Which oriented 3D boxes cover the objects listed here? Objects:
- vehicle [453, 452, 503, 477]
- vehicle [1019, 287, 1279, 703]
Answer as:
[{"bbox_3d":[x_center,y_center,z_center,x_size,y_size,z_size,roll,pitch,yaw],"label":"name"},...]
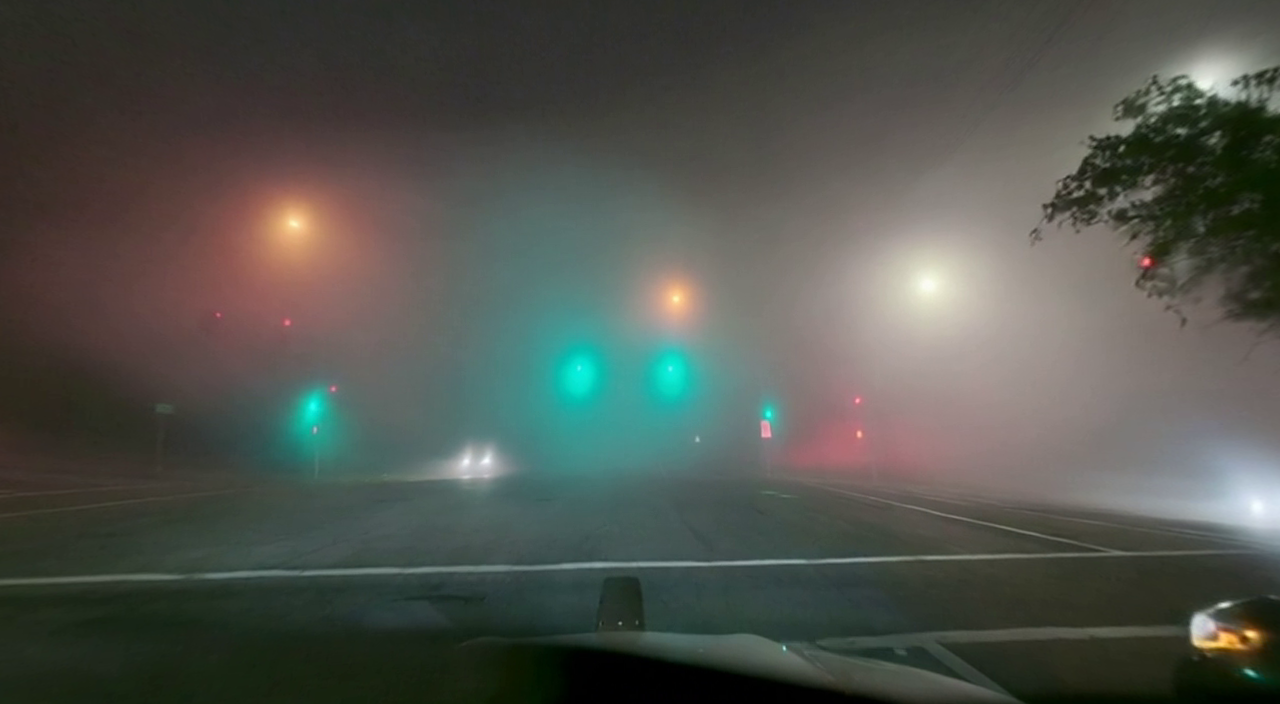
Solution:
[{"bbox_3d":[-10.361,7.182,40.701,1.983,1.482,4.190,-1,-9,2],"label":"vehicle"},{"bbox_3d":[3.267,0.553,1.039,2.256,1.856,4.840,0,-9,0],"label":"vehicle"}]
